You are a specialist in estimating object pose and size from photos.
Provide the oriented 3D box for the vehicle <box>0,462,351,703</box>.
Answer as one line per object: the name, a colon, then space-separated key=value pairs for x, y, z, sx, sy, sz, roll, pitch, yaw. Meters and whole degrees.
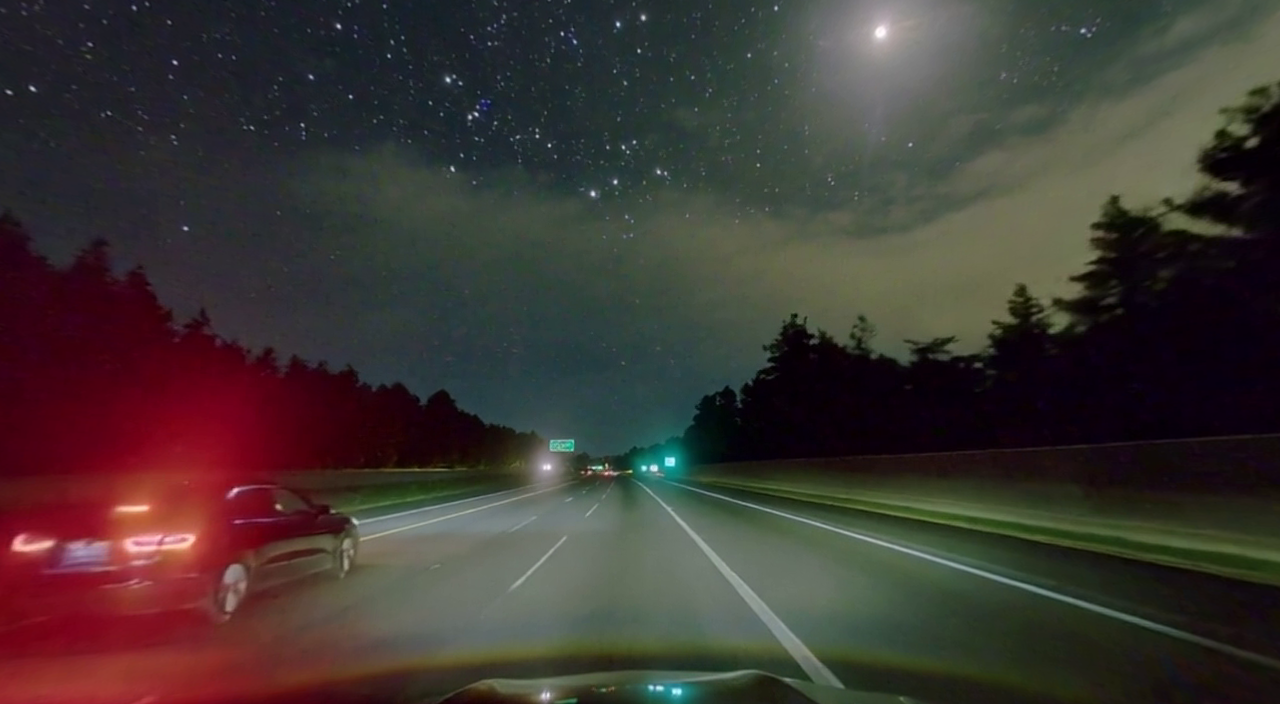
vehicle: x=-4.500 y=1.620 z=4.893 sx=2.131 sy=1.485 sz=4.858 roll=1 pitch=-11 yaw=1
